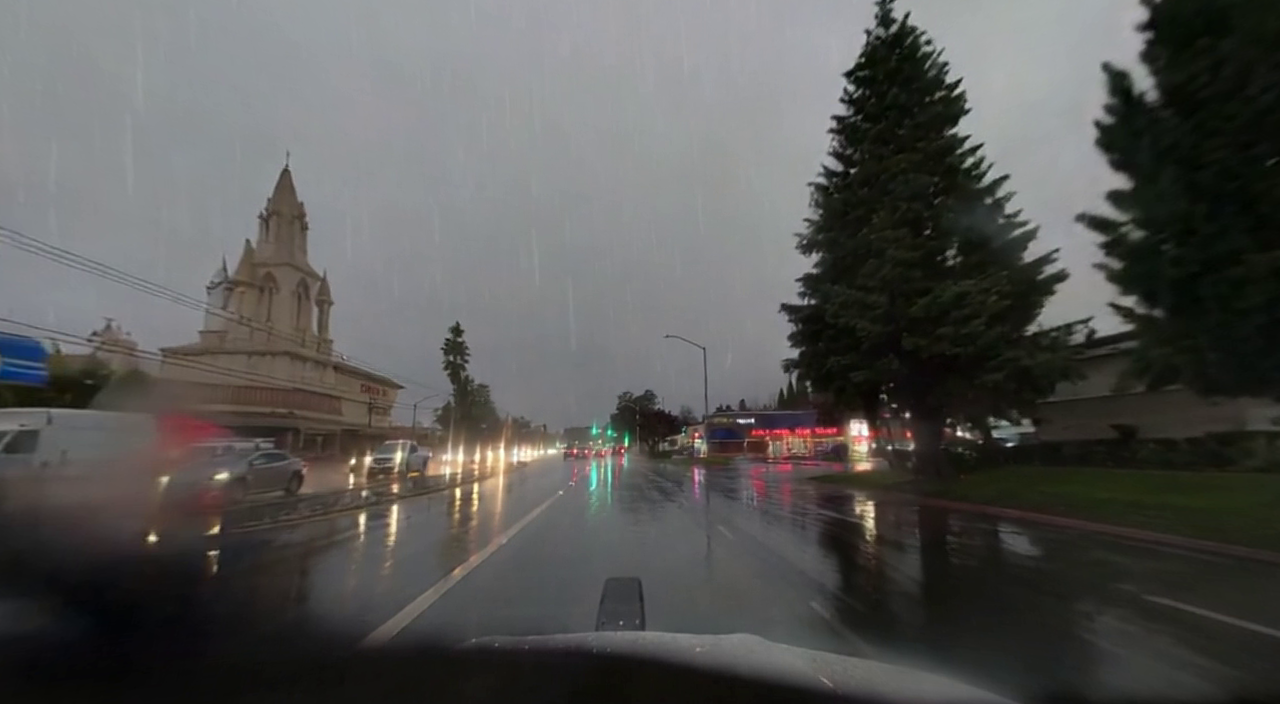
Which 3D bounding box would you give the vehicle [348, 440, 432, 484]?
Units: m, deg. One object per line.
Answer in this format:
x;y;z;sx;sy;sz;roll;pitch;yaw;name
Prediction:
-11.953;5.271;30.638;2.206;1.922;4.968;-1;-9;-2;vehicle

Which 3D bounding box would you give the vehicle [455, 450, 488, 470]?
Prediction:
-13.138;8.415;49.438;1.771;1.508;3.453;0;-9;-4;vehicle

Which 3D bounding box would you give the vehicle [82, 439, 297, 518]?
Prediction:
-11.252;3.154;16.353;2.134;1.705;4.710;0;-9;-1;vehicle
